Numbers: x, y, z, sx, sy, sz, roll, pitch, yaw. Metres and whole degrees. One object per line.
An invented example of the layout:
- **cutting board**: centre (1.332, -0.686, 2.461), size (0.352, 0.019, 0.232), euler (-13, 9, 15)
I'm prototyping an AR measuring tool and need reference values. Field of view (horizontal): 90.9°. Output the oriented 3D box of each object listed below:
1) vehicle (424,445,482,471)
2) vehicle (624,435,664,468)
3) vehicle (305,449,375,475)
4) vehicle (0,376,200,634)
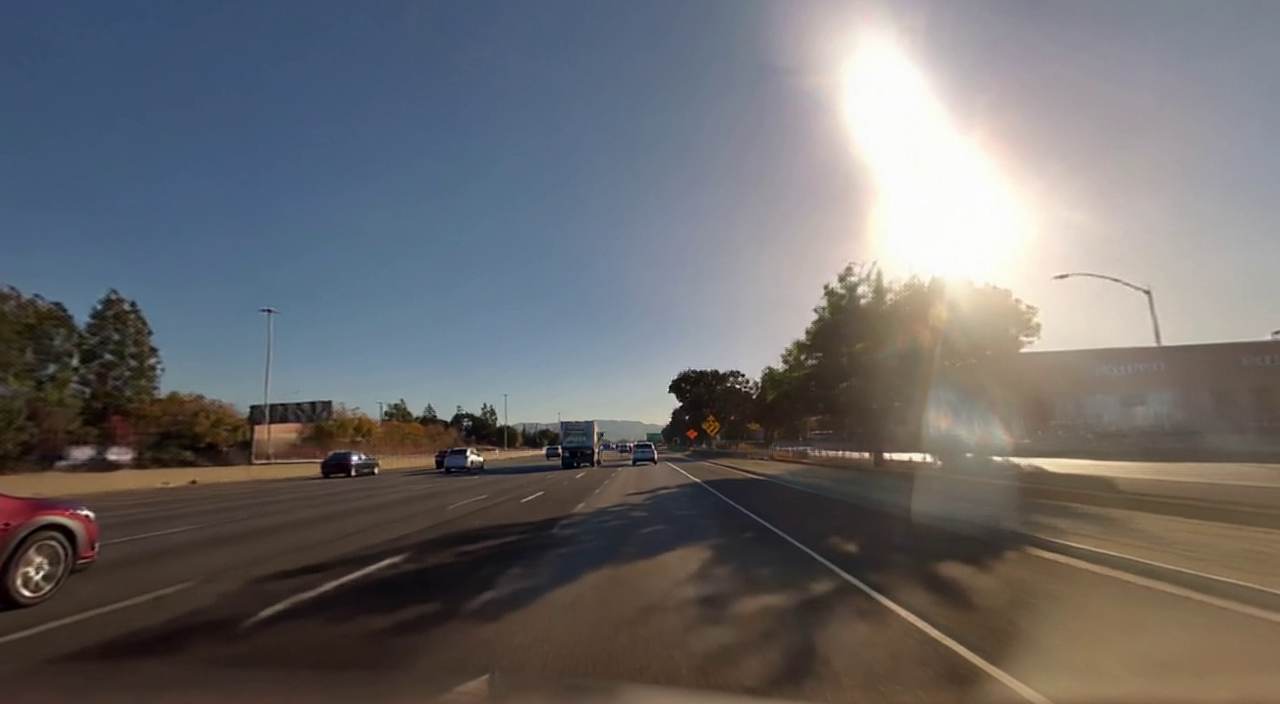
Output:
- **vehicle**: centre (-11.400, 6.456, 38.749), size (1.928, 1.480, 4.823), euler (0, -8, 2)
- **vehicle**: centre (0.277, 5.913, 37.604), size (2.227, 1.794, 4.646), euler (0, -8, 1)
- **vehicle**: centre (-18.699, 6.880, 39.604), size (1.899, 1.478, 4.640), euler (0, -8, 3)
- **vehicle**: centre (-5.625, 1.011, 3.998), size (2.200, 1.793, 4.586), euler (0, -8, 2)
